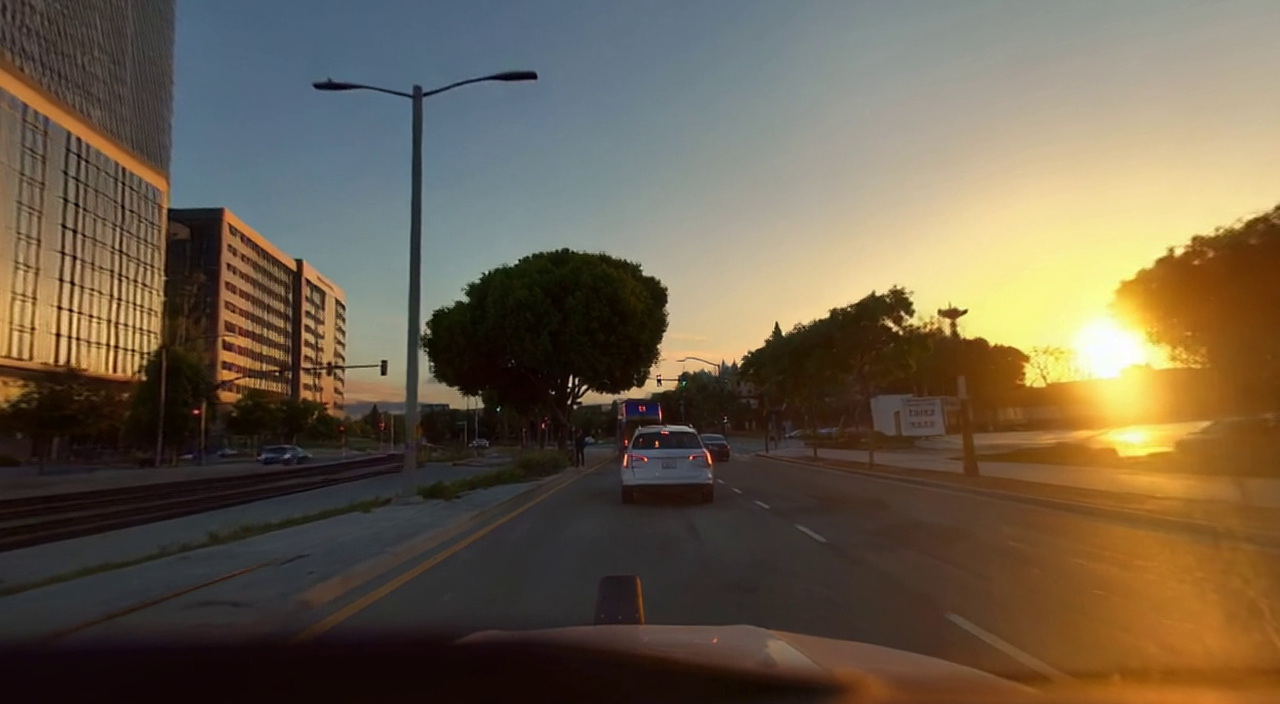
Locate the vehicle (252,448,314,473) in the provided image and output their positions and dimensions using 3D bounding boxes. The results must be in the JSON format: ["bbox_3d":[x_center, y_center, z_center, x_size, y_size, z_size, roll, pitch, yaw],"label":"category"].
[{"bbox_3d":[-23.423,7.106,41.471,1.900,1.465,4.781,1,-9,-8],"label":"vehicle"}]

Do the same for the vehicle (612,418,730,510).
[{"bbox_3d":[0.541,2.387,13.785,2.190,1.684,4.084,0,-9,-1],"label":"vehicle"}]
